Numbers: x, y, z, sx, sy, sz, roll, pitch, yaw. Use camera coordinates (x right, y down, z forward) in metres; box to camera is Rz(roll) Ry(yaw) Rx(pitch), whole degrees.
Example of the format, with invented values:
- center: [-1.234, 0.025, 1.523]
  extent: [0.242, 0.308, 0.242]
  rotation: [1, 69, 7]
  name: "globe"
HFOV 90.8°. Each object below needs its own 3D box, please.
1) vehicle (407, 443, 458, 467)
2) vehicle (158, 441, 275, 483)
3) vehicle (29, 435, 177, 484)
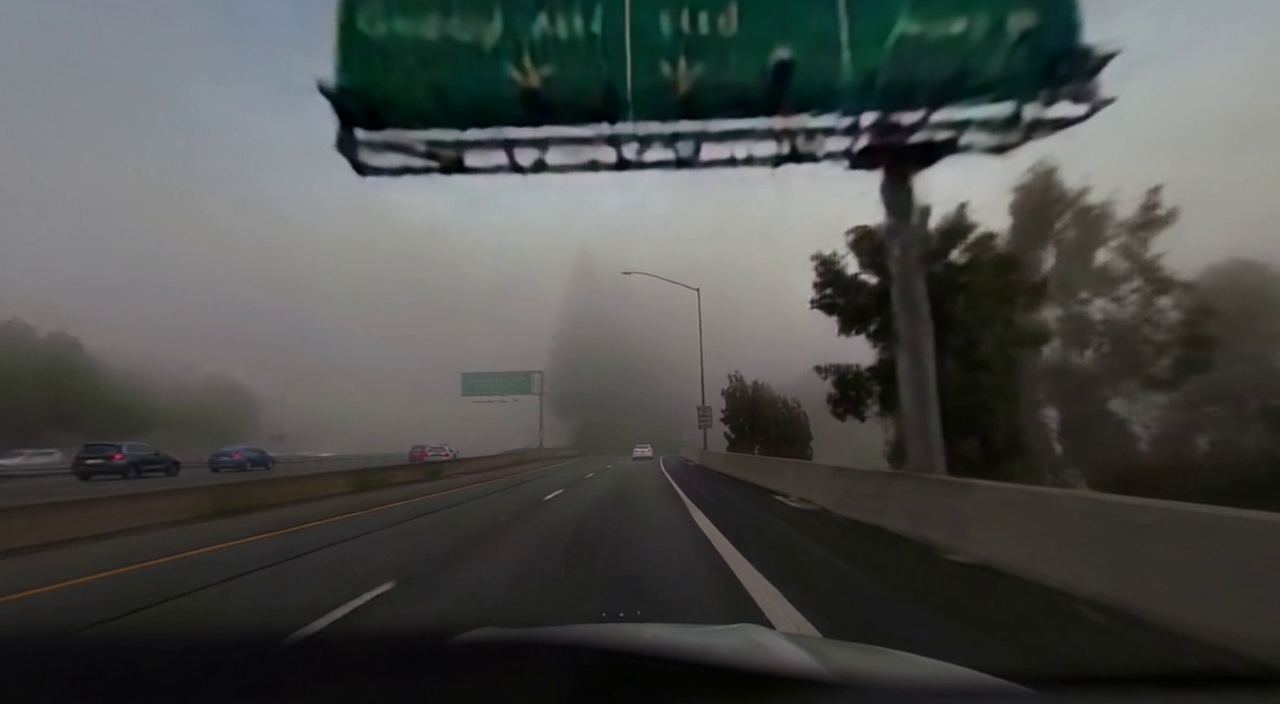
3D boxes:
- center: [-14.086, 7.001, 43.219]
  extent: [2.271, 1.537, 4.029]
  rotation: [0, -8, -3]
  name: "vehicle"
- center: [-16.888, 4.394, 25.519]
  extent: [1.829, 1.520, 4.505]
  rotation: [0, -9, -4]
  name: "vehicle"
- center: [-20.743, 4.149, 24.719]
  extent: [2.049, 1.718, 4.445]
  rotation: [0, -9, -4]
  name: "vehicle"
